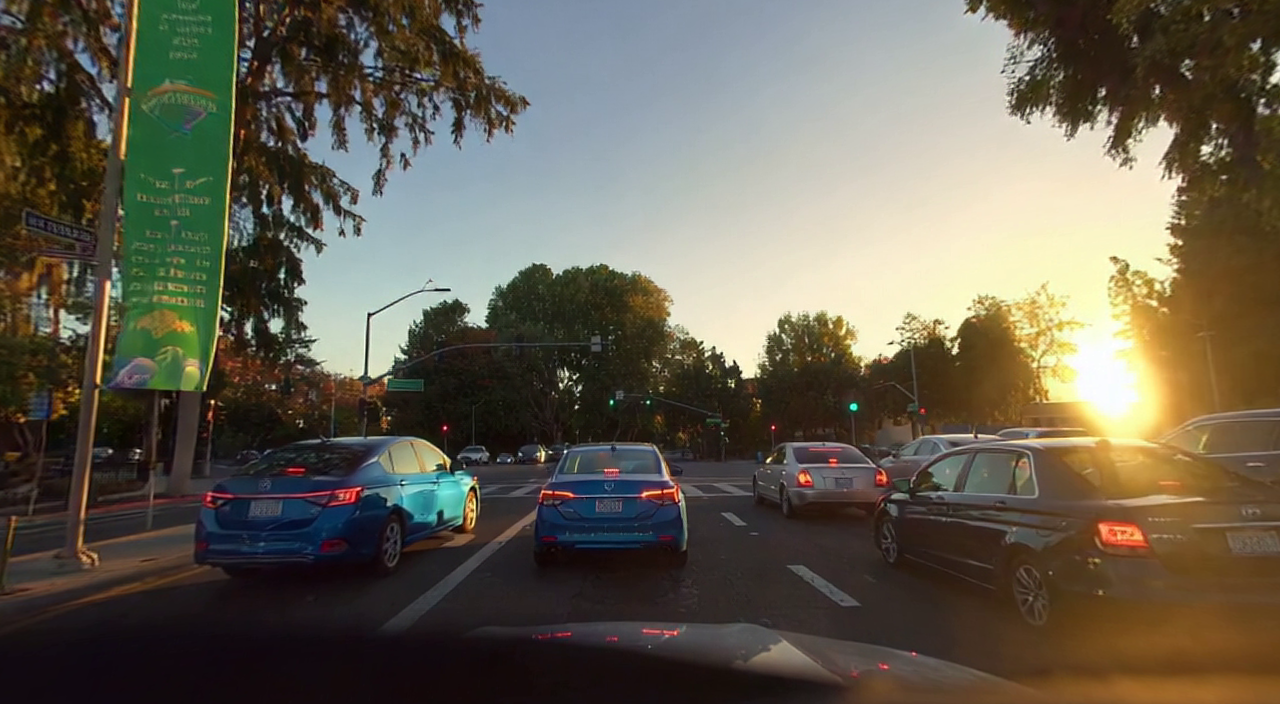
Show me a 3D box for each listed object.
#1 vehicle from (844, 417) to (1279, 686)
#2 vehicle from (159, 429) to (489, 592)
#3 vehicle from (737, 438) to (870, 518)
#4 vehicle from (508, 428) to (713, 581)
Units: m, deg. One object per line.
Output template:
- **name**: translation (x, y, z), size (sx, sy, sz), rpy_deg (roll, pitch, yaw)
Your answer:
- **vehicle**: translation (3.604, 1.438, 5.786), size (1.953, 1.471, 4.470), rpy_deg (0, -9, 0)
- **vehicle**: translation (-3.363, 1.745, 7.840), size (1.929, 1.457, 4.136), rpy_deg (0, -9, 0)
- **vehicle**: translation (3.399, 2.678, 13.946), size (1.852, 1.498, 3.825), rpy_deg (0, -9, -1)
- **vehicle**: translation (-0.319, 1.768, 8.081), size (1.994, 1.479, 3.647), rpy_deg (0, -9, -1)
